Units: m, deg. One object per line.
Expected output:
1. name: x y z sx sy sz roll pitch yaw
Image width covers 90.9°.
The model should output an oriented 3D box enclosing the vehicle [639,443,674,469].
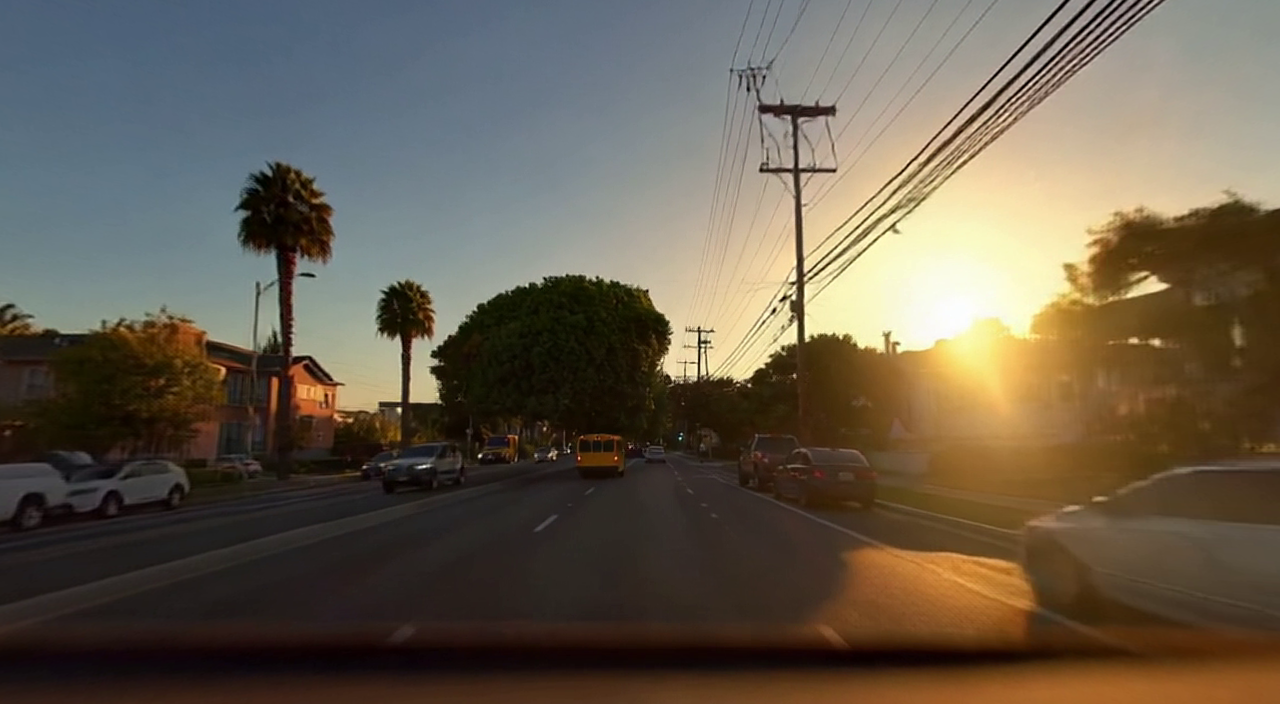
1. vehicle: 1.065 6.445 39.279 2.063 1.495 3.849 0 -9 2

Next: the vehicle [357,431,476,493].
1. vehicle: -8.554 4.268 24.848 2.653 1.964 5.699 -3 -9 0

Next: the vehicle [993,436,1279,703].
1. vehicle: 4.085 1.172 3.406 1.782 1.410 4.388 0 -9 0

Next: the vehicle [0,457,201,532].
1. vehicle: -14.453 3.750 17.148 2.045 1.513 4.464 -5 -8 -3

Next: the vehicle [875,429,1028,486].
1. vehicle: 9.663 3.299 20.074 1.872 1.518 4.591 -1 -8 -10

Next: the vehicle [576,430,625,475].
1. vehicle: -1.848 4.933 31.070 2.168 2.040 4.527 0 -9 -1

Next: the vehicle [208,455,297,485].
1. vehicle: -20.516 6.261 33.455 3.558 1.480 1.670 0 -9 1

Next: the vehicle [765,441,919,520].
1. vehicle: 4.271 2.779 14.264 1.838 1.458 4.750 0 -9 -1
